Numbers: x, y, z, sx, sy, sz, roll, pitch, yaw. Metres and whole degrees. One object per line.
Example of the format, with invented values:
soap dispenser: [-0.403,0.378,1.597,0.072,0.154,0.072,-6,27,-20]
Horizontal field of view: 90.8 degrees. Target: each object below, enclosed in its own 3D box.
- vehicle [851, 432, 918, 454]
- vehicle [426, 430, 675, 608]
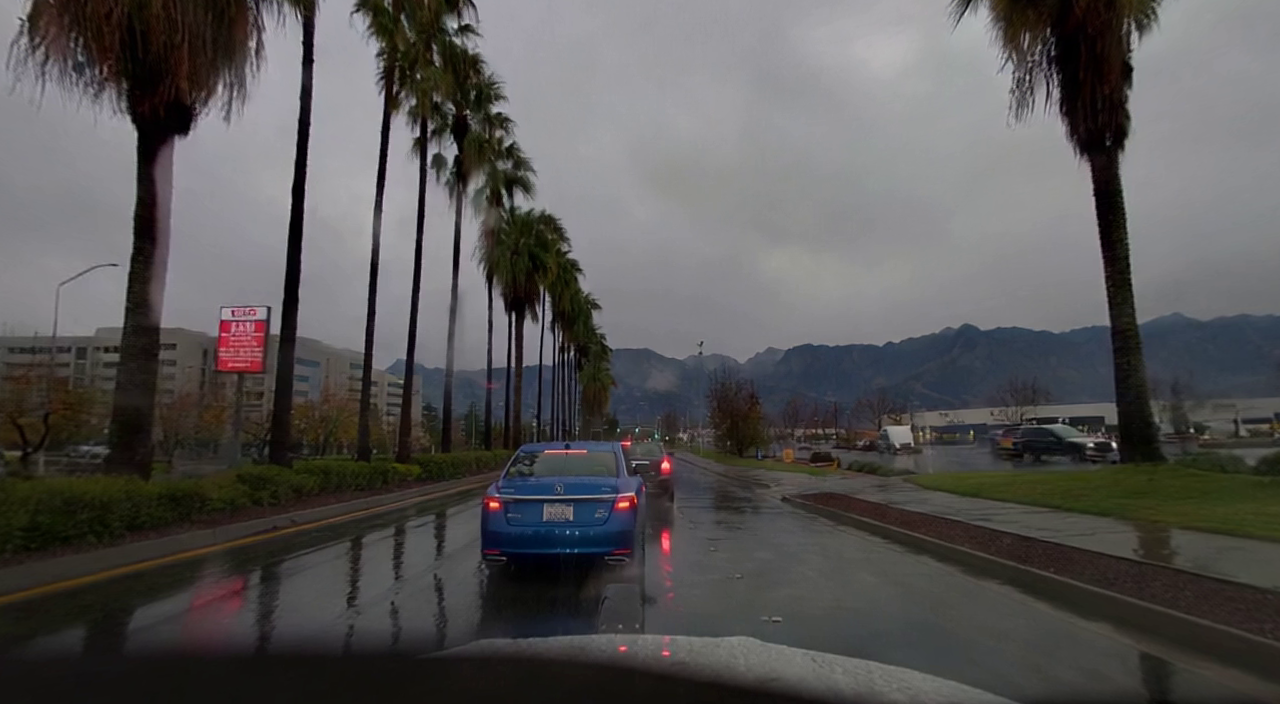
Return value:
vehicle: [19.202,7.200,49.800,1.925,1.652,4.490,6,-10,-34]
vehicle: [-0.821,1.686,7.295,2.067,1.459,3.886,0,-8,-2]
